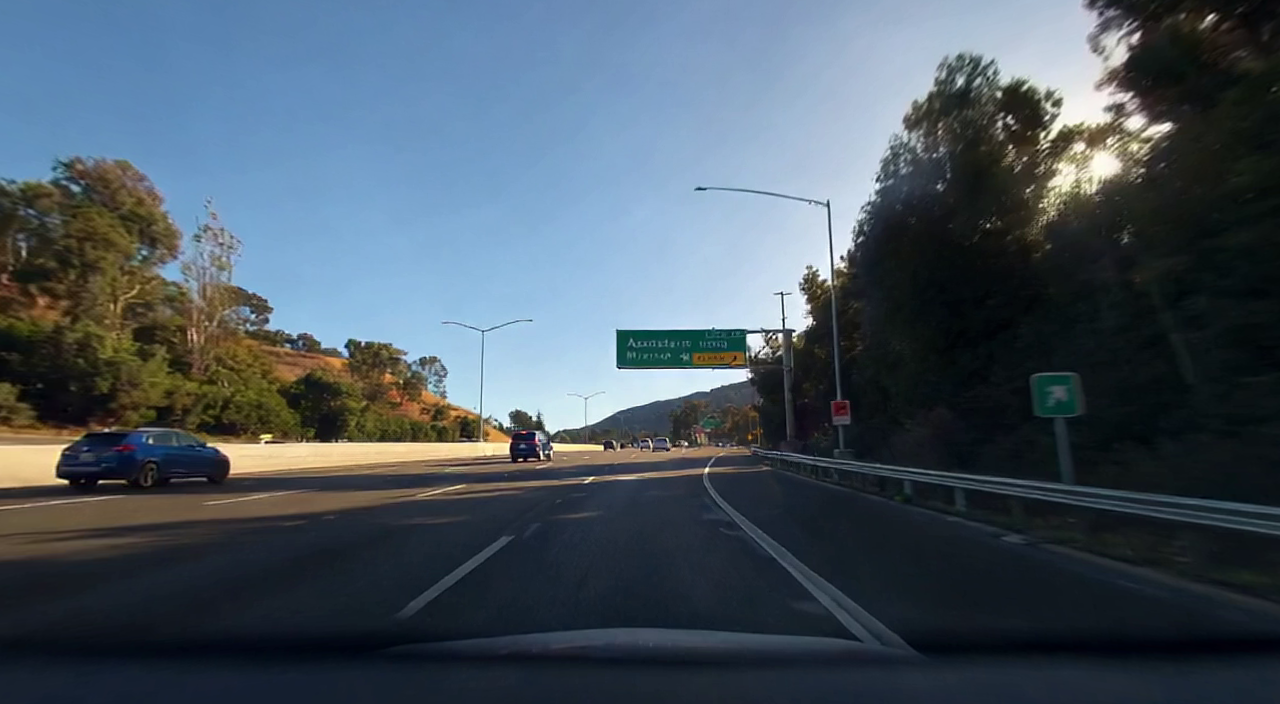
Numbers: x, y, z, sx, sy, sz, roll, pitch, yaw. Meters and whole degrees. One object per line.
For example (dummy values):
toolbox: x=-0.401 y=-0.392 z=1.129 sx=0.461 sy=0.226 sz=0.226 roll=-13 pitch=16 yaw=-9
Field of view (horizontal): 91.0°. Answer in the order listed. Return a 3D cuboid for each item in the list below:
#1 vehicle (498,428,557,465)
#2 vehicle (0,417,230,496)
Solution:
vehicle: x=-6.272 y=5.361 z=35.658 sx=2.219 sy=1.947 sz=4.924 roll=0 pitch=-9 yaw=2
vehicle: x=-13.845 y=2.787 z=17.048 sx=2.079 sy=1.822 sz=4.893 roll=0 pitch=-9 yaw=1
